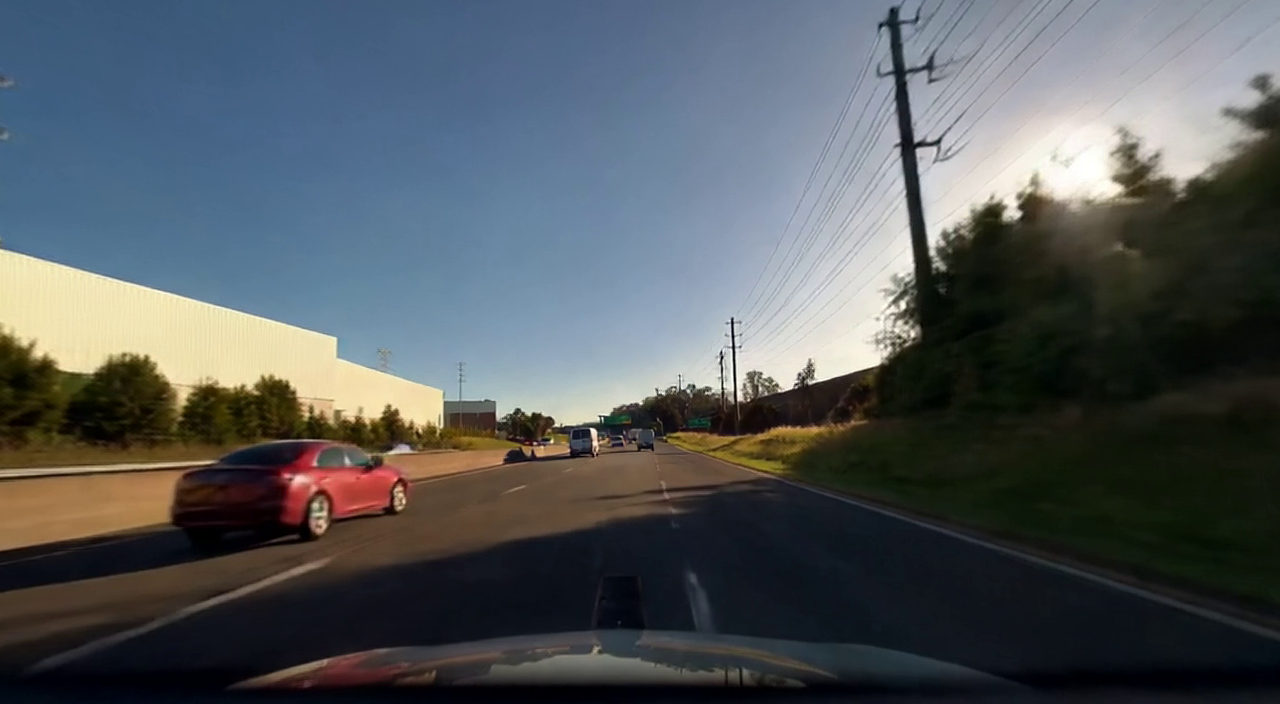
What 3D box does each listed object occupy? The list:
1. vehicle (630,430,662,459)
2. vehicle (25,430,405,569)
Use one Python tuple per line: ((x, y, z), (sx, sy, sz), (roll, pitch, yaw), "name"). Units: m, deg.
((0.390, 6.852, 46.650), (2.213, 1.997, 4.456), (0, -8, -1), "vehicle")
((-5.443, 1.901, 9.160), (2.087, 1.464, 4.853), (0, -8, 1), "vehicle")
